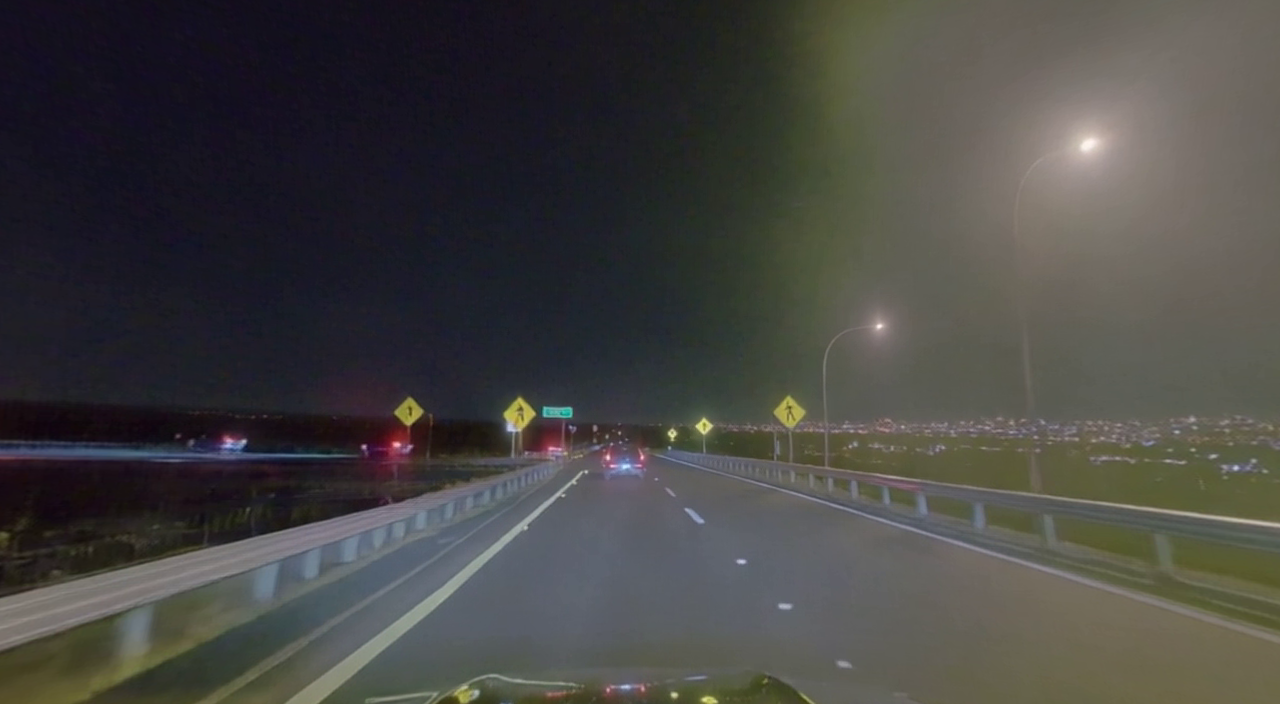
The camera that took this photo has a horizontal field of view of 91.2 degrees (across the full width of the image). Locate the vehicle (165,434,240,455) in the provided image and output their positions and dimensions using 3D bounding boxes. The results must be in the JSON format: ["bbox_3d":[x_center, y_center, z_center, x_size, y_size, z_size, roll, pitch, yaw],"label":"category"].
[{"bbox_3d":[-32.029,6.780,45.977,4.005,1.472,1.807,1,-9,-4],"label":"vehicle"}]

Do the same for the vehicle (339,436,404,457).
[{"bbox_3d":[-19.728,6.979,46.067,3.904,1.482,1.834,-1,-9,7],"label":"vehicle"}]

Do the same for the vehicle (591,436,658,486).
[{"bbox_3d":[-0.529,3.612,20.943,2.006,1.486,3.950,0,-9,-2],"label":"vehicle"}]

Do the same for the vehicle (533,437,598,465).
[{"bbox_3d":[-4.467,5.838,36.918,2.018,1.505,4.278,6,-11,-34],"label":"vehicle"}]
